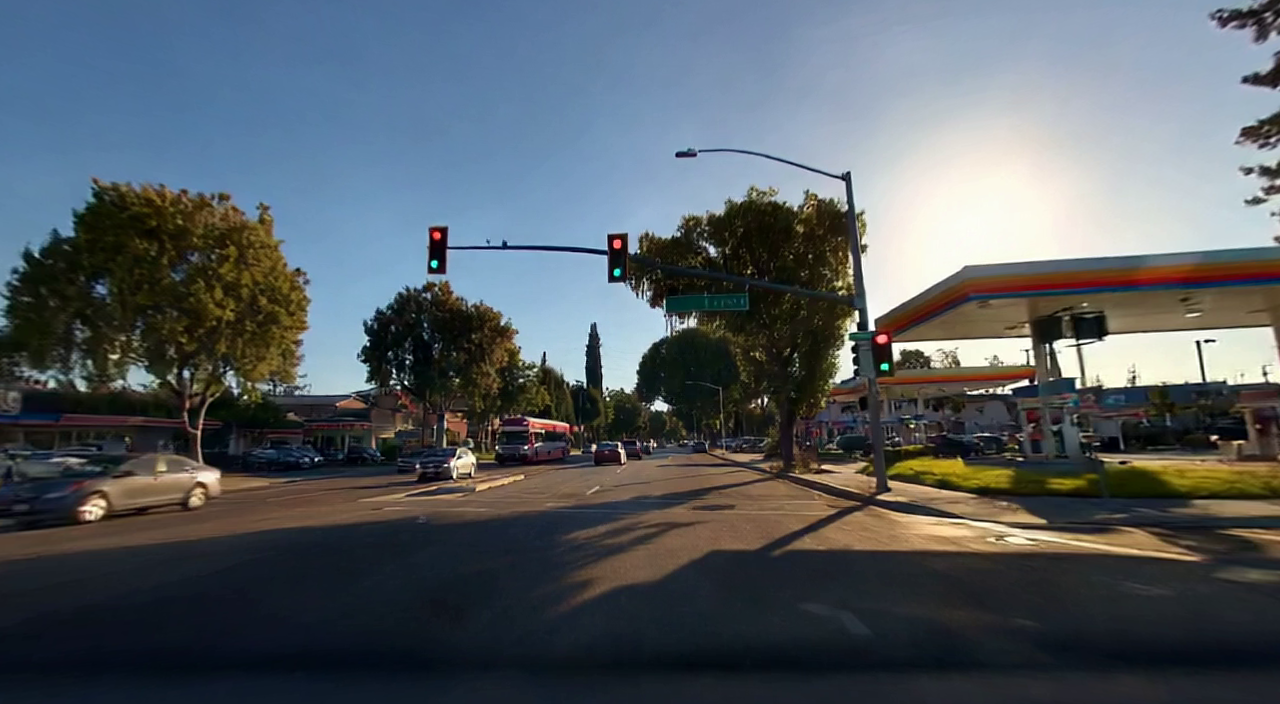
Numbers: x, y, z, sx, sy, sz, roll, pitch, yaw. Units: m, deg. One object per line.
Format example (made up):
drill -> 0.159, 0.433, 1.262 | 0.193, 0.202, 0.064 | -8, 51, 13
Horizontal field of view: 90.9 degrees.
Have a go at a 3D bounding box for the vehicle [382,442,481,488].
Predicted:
vehicle -> -7.757, 4.210, 23.972 | 2.099, 1.467, 4.596 | -2, -8, 1

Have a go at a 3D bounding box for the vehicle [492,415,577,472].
vehicle -> -7.057, 6.417, 44.643 | 3.056, 3.289, 13.199 | -3, -8, 2

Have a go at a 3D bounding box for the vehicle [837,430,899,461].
vehicle -> 14.328, 5.954, 40.026 | 2.015, 1.839, 5.416 | 0, -9, 1

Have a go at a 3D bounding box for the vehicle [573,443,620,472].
vehicle -> -2.180, 5.420, 32.560 | 1.959, 1.406, 4.272 | -1, -9, 2

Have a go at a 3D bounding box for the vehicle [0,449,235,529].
vehicle -> -11.525, 2.911, 14.049 | 2.004, 1.478, 4.373 | 0, -9, 1

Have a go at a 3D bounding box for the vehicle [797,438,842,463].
vehicle -> 11.393, 6.302, 40.323 | 1.888, 1.465, 4.727 | -1, -9, 5
